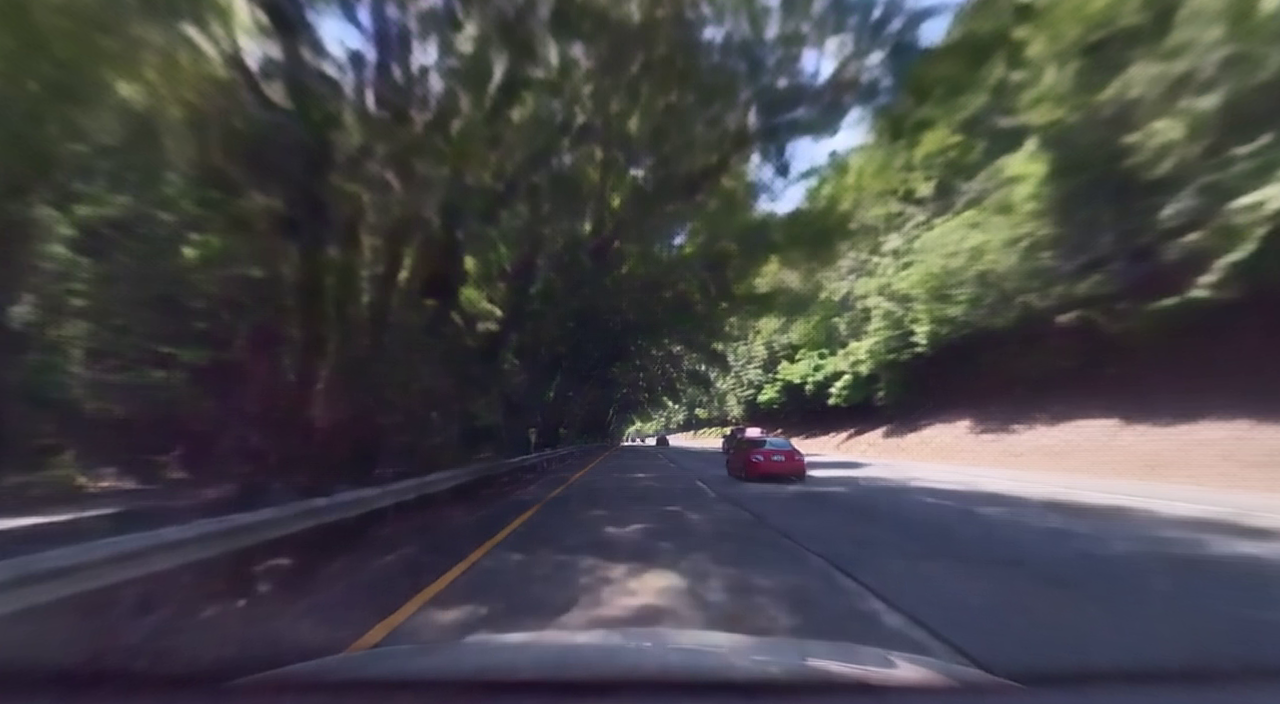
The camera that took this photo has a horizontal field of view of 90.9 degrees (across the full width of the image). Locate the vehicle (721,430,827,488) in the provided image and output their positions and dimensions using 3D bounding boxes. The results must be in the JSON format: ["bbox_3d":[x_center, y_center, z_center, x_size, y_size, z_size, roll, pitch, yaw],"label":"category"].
[{"bbox_3d":[3.791,3.107,18.694,2.017,1.502,4.369,0,-8,-2],"label":"vehicle"}]
